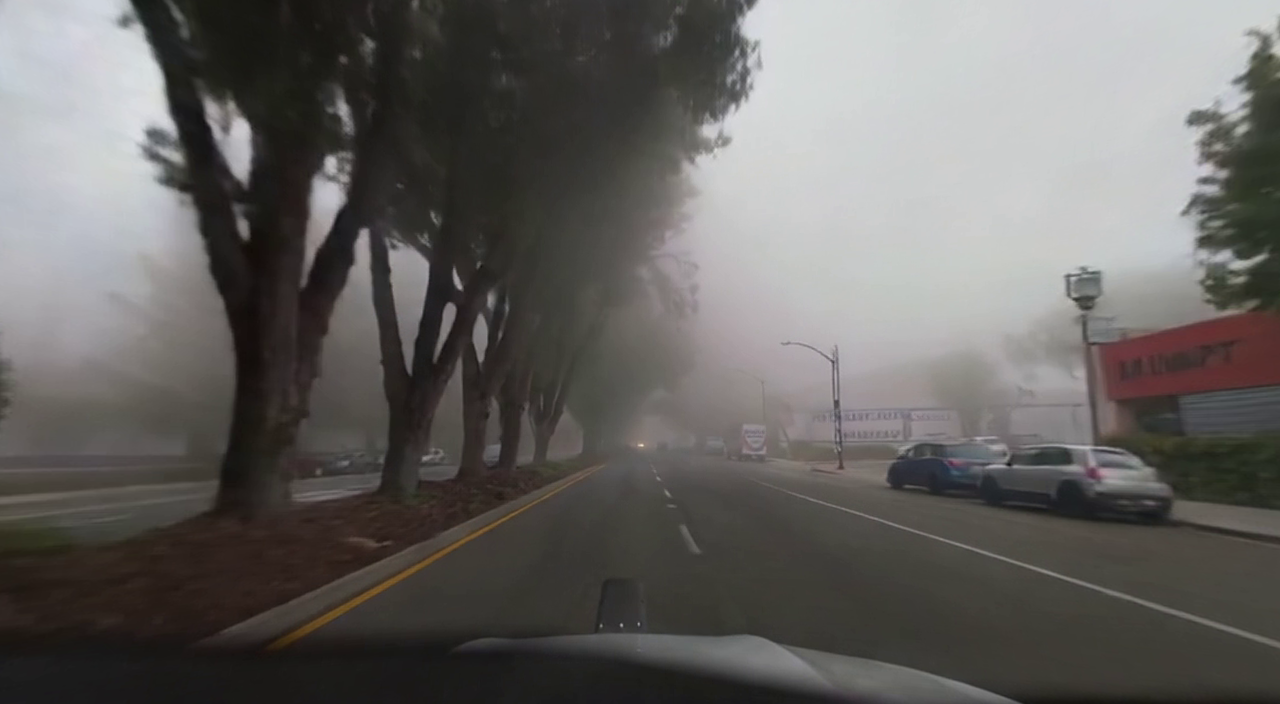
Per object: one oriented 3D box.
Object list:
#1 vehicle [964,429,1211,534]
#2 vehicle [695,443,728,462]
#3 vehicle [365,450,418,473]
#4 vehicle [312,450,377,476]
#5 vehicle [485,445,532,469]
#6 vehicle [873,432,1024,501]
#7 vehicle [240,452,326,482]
[{"bbox_3d":[9.311,2.695,13.803,1.994,1.738,4.622,5,-9,-1],"label":"vehicle"},{"bbox_3d":[5.550,7.805,49.301,1.972,1.417,4.239,0,-8,-1],"label":"vehicle"},{"bbox_3d":[-18.469,8.166,47.205,1.803,1.476,4.590,-2,-7,5],"label":"vehicle"},{"bbox_3d":[-19.101,7.177,41.120,1.787,1.482,4.645,-1,-8,3],"label":"vehicle"},{"bbox_3d":[-8.364,6.698,40.619,1.926,1.447,4.547,0,-8,2],"label":"vehicle"},{"bbox_3d":[9.437,3.533,19.906,2.303,1.761,4.689,4,-9,-2],"label":"vehicle"},{"bbox_3d":[-19.253,6.197,34.373,1.890,1.468,4.727,0,-8,1],"label":"vehicle"}]
